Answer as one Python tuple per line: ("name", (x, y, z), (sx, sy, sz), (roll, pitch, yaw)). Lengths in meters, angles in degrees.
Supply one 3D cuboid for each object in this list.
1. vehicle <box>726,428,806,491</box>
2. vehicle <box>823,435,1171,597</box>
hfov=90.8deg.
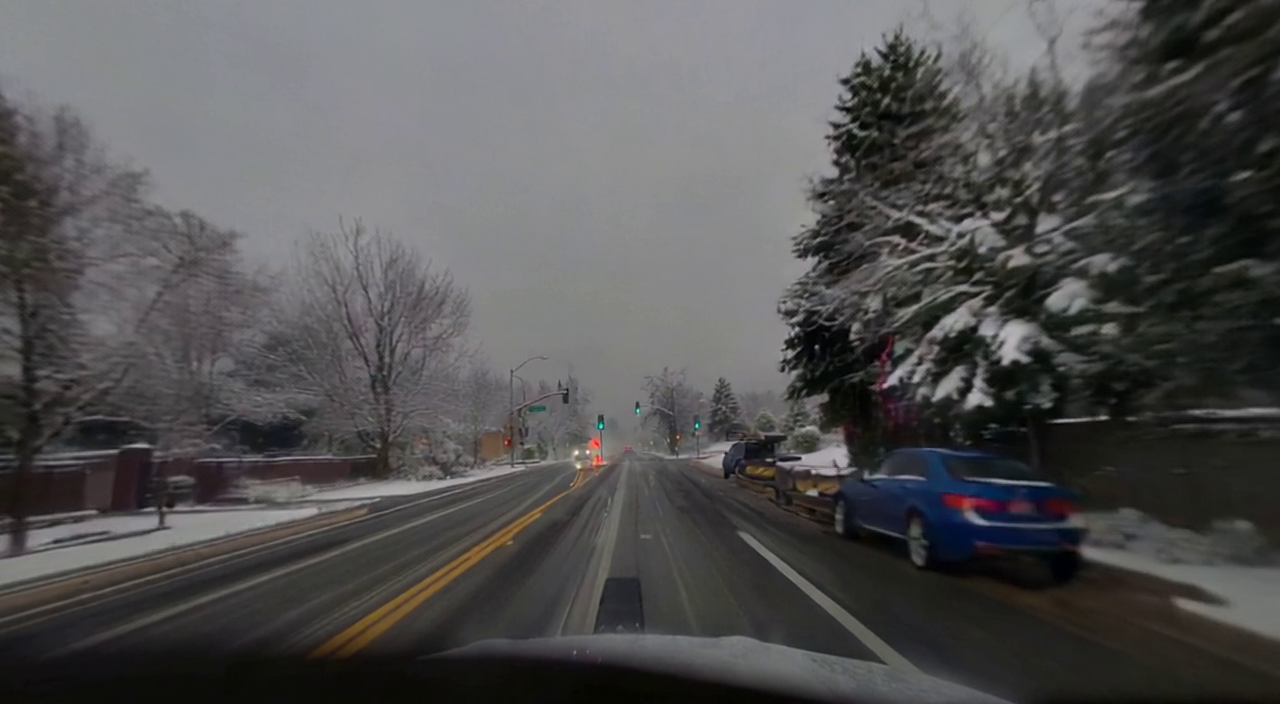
("vehicle", (4.205, 3.661, 21.709), (2.241, 1.935, 3.270), (-1, -9, 4))
("vehicle", (3.897, 1.843, 8.054), (1.870, 1.441, 4.539), (-1, -9, 2))
